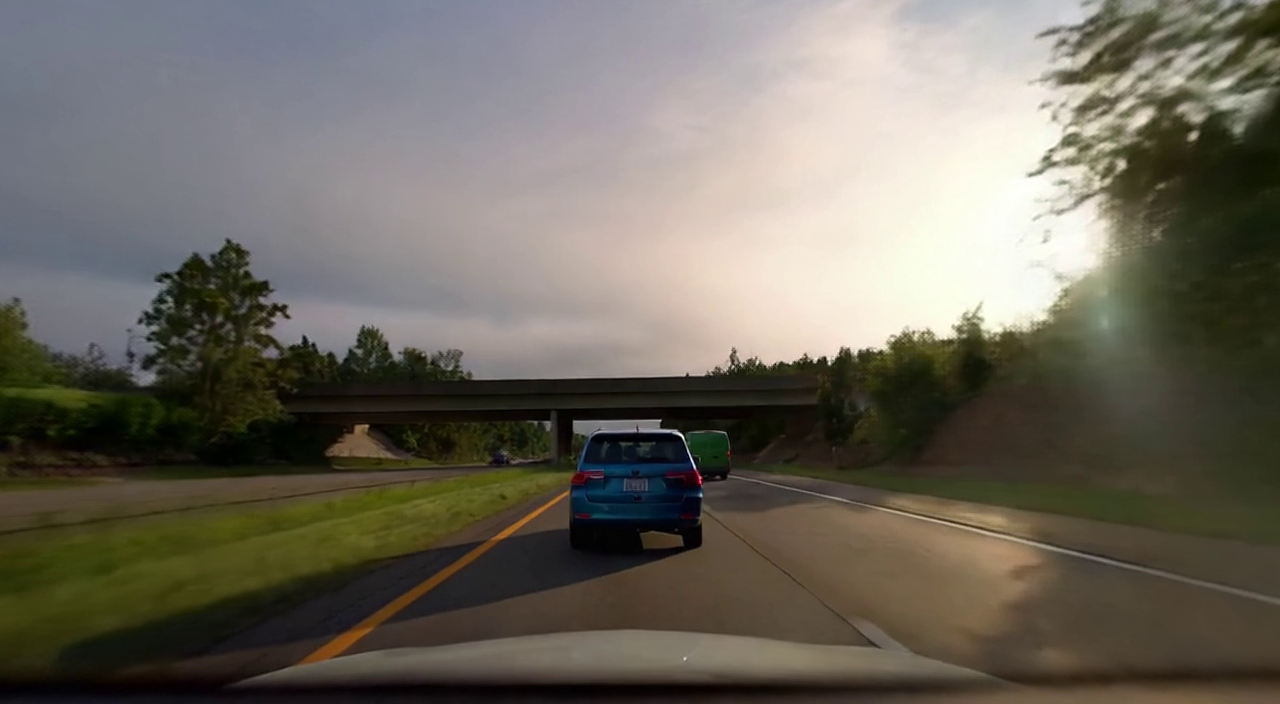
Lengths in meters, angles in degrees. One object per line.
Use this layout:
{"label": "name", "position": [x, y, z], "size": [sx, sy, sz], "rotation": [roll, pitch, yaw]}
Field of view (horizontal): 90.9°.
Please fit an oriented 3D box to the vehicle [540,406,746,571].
{"label": "vehicle", "position": [0.034, 1.837, 9.135], "size": [2.288, 1.823, 4.059], "rotation": [0, -9, 0]}
